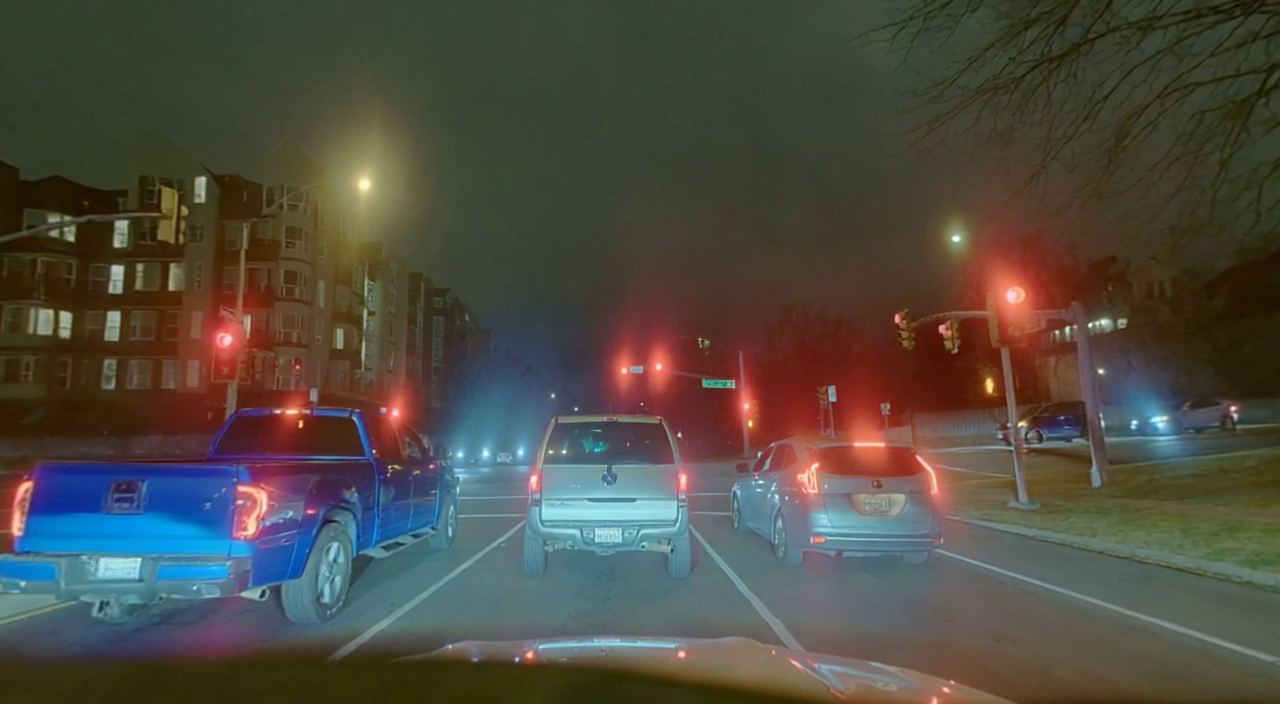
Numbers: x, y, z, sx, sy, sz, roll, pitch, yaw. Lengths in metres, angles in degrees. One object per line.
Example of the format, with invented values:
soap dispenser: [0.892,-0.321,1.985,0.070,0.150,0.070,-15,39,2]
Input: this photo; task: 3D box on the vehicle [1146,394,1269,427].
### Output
vehicle: [29.271,3.046,32.687,4.540,1.543,1.803,0,-9,0]

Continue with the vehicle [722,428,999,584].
vehicle: [2.408,1.816,8.312,2.016,1.481,4.336,0,-9,-1]

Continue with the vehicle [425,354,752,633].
vehicle: [-0.395,1.313,6.742,2.282,1.964,4.421,0,-9,-1]

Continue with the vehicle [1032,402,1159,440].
vehicle: [23.318,3.590,32.481,4.721,1.866,2.188,0,-9,2]

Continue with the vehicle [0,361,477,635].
vehicle: [-3.460,1.352,6.888,2.146,1.828,5.148,0,-9,-2]
